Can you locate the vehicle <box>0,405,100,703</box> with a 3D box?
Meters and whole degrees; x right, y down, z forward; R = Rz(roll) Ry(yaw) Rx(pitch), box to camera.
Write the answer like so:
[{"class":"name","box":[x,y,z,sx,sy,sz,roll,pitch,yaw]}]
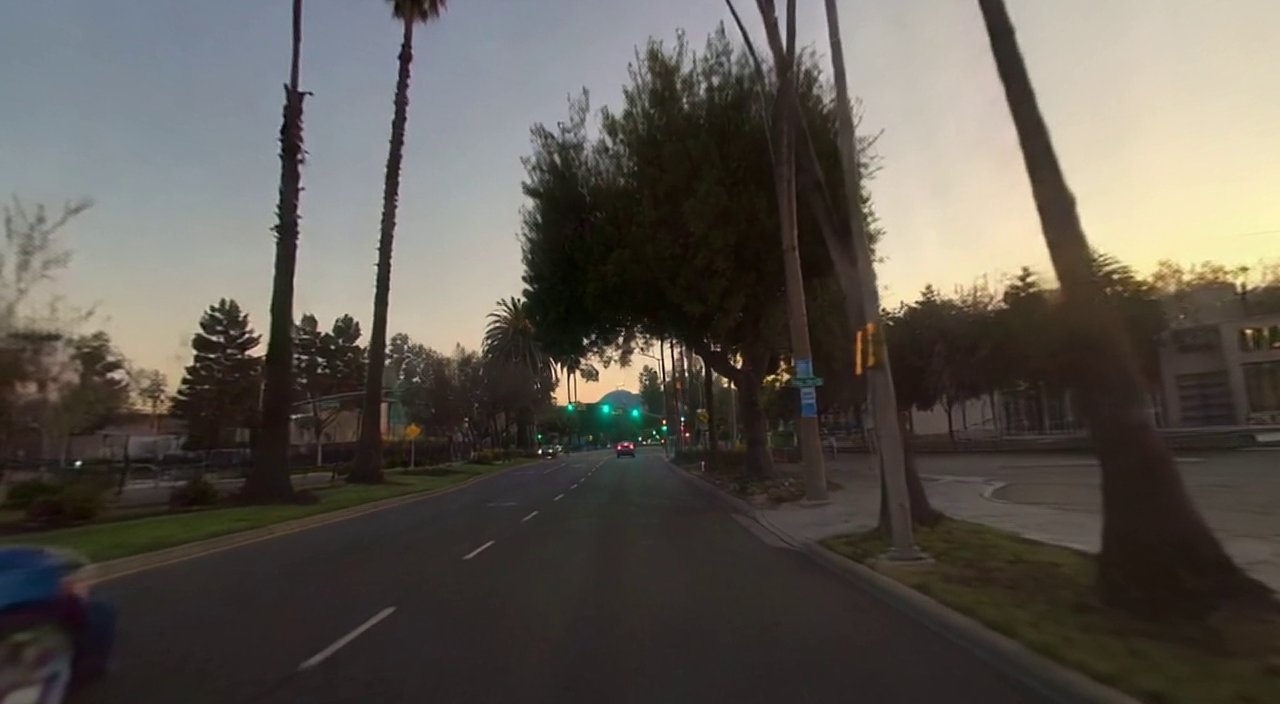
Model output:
[{"class":"vehicle","box":[-3.495,0.677,0.477,2.160,1.497,4.573,0,-8,-1]}]
